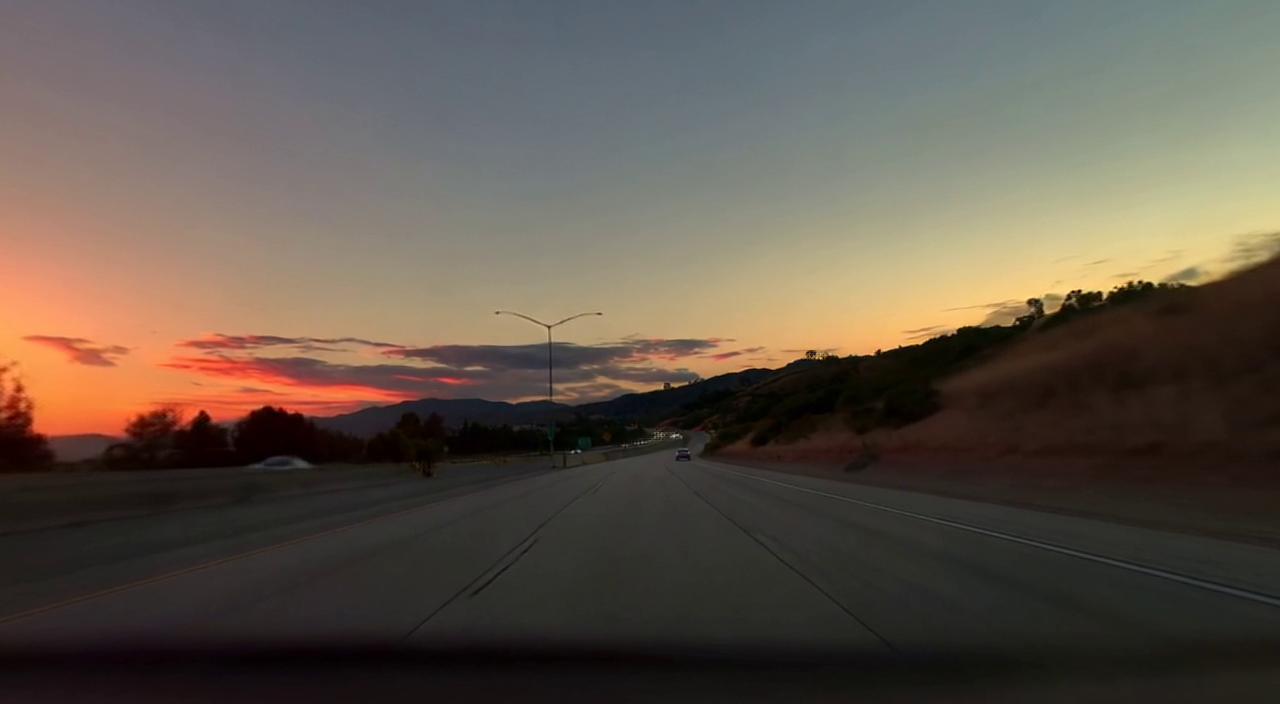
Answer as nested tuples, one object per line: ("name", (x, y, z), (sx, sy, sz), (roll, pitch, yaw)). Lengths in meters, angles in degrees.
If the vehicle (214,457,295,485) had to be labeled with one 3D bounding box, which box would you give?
("vehicle", (-22.953, 7.084, 37.666), (1.908, 1.474, 4.674), (-1, -9, 0))
